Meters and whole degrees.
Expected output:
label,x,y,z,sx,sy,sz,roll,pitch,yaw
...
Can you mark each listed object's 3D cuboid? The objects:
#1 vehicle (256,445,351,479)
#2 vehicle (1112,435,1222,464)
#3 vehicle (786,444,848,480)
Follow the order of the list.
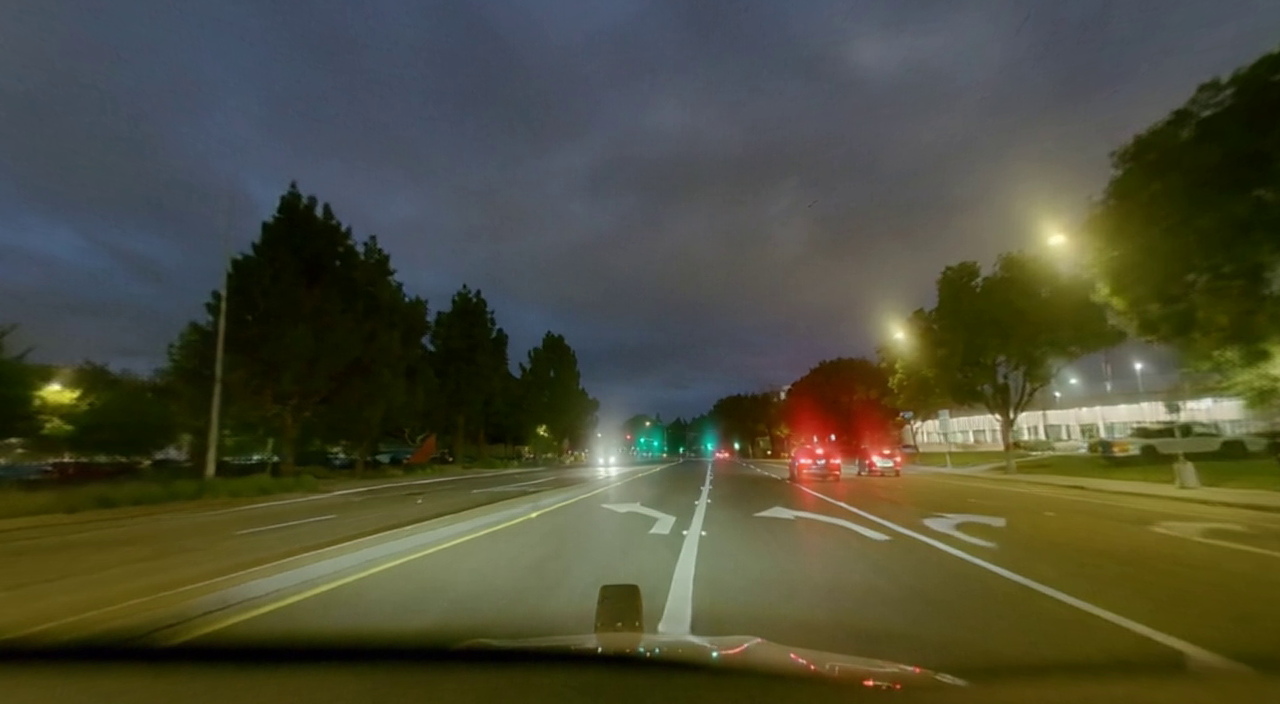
label,x,y,z,sx,sy,sz,roll,pitch,yaw
vehicle,-24.170,7.916,45.573,5.472,2.114,2.482,-3,-10,3
vehicle,26.628,4.927,32.027,3.881,1.410,1.702,-1,-9,4
vehicle,8.726,5.456,31.528,2.181,1.639,4.127,-1,-9,5
